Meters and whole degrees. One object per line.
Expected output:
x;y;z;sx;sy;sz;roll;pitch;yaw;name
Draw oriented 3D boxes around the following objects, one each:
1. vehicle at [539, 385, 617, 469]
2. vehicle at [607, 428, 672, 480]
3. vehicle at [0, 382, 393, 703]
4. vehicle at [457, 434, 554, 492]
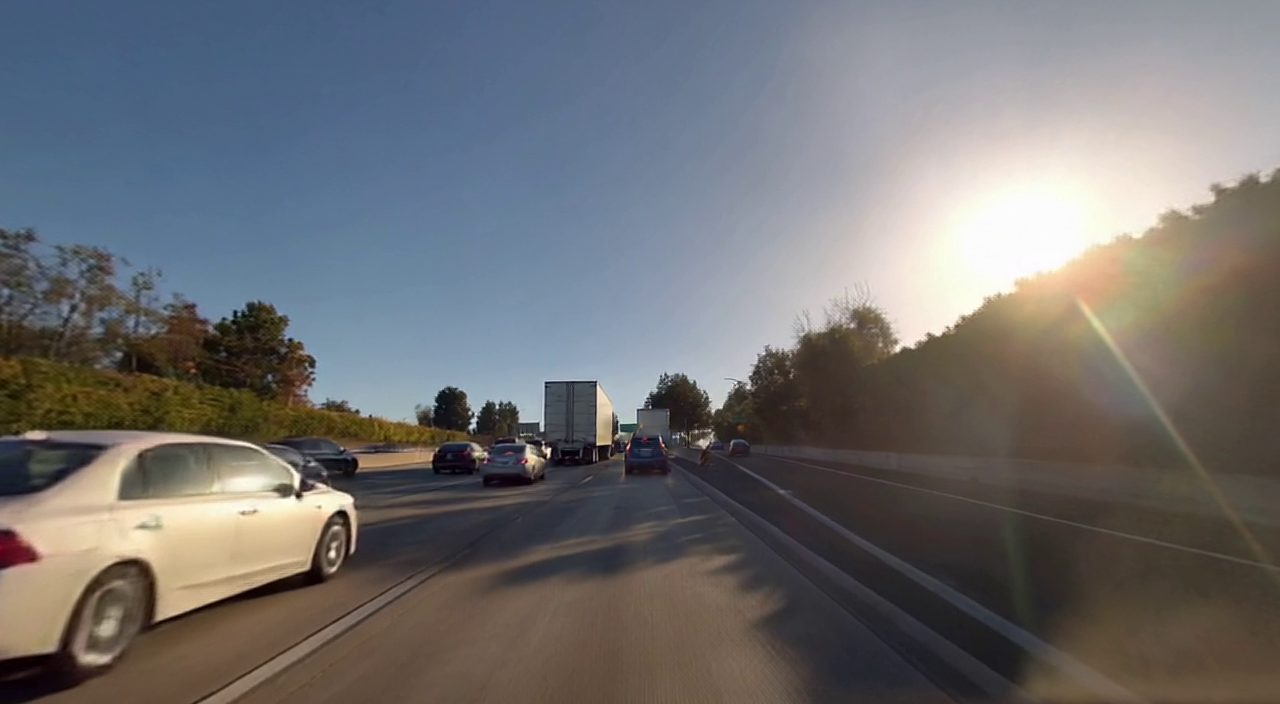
-3.611;5.318;41.950;3.348;4.469;16.443;0;-9;1;vehicle
-0.013;3.998;24.887;2.325;1.864;4.128;0;-8;0;vehicle
-3.772;1.206;4.712;1.866;1.568;4.603;0;-8;2;vehicle
-4.080;3.428;19.797;2.124;1.627;3.863;0;-8;1;vehicle
